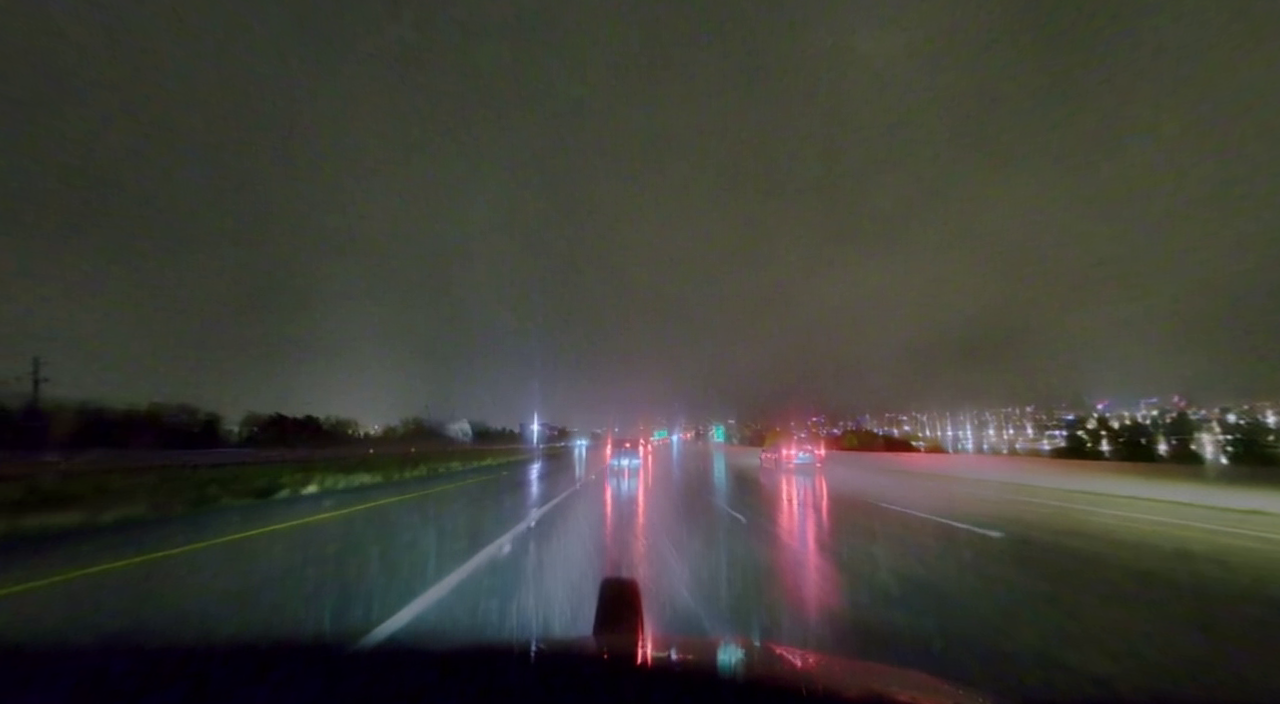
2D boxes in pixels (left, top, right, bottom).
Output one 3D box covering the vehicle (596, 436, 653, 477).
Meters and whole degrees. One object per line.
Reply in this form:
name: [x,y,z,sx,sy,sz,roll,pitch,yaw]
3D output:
vehicle: [-0.589,4.308,26.119,2.147,1.576,3.964,0,-8,0]
